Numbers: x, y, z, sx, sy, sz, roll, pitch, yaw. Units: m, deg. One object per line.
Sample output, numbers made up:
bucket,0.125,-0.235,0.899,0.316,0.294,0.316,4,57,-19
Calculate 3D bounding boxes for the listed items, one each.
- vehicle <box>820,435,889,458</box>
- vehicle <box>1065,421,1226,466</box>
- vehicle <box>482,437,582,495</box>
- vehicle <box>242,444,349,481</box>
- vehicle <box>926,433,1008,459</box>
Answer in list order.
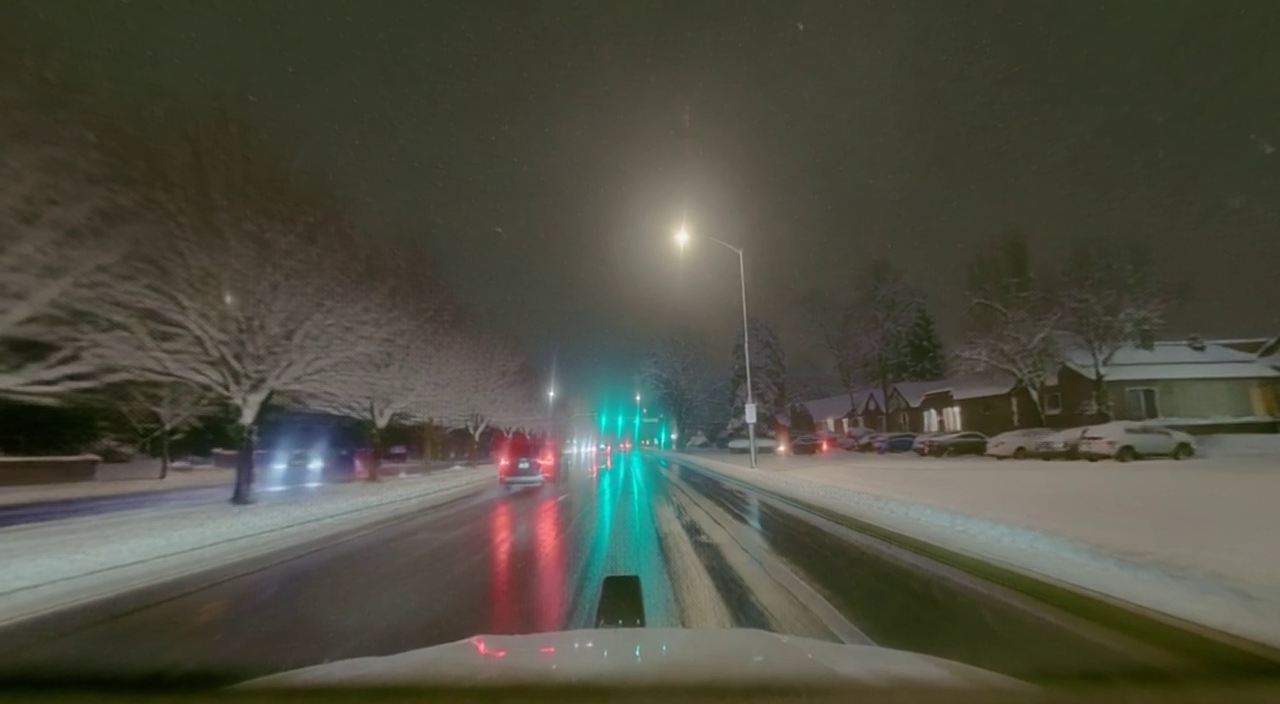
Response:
vehicle,16.590,7.317,48.883,4.564,1.663,2.033,1,-9,-9
vehicle,19.368,3.562,24.359,4.465,1.587,2.178,0,-11,-7
vehicle,-3.058,3.344,19.010,2.011,1.498,4.914,0,-8,2
vehicle,-14.692,4.716,27.308,2.114,1.429,4.532,0,-8,0
vehicle,18.208,5.241,35.251,3.731,1.430,1.640,1,-9,-11
